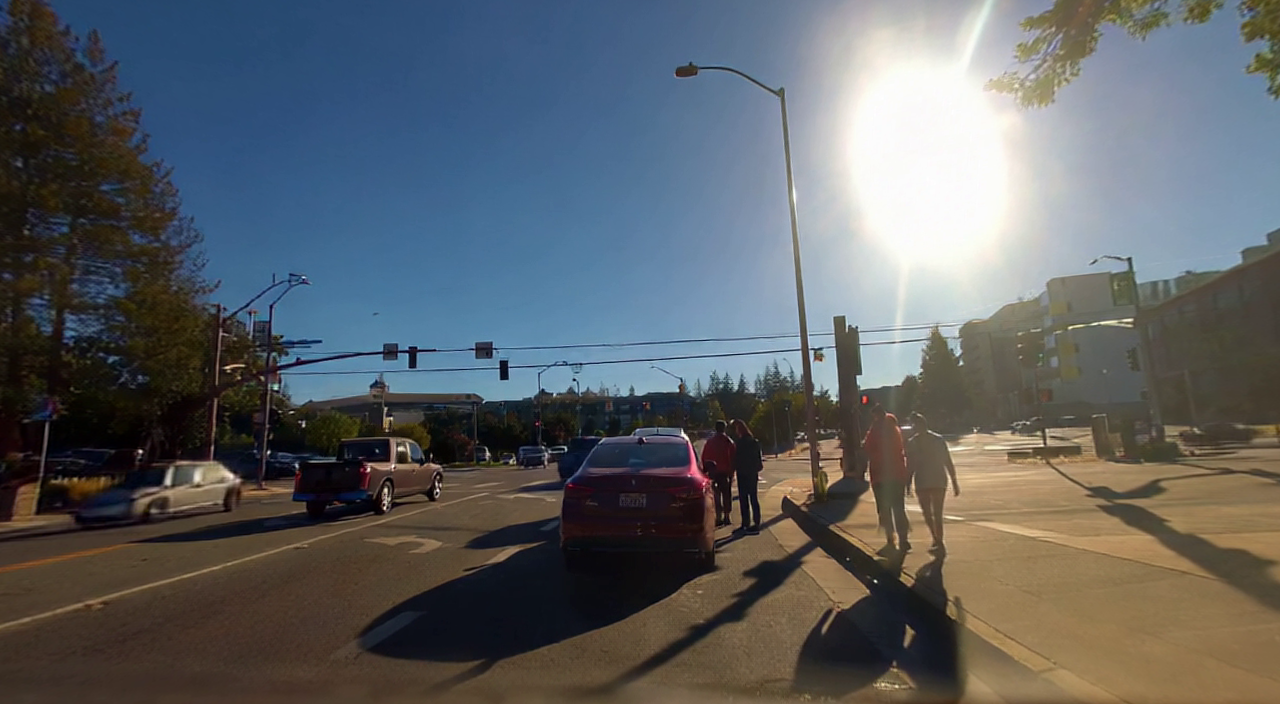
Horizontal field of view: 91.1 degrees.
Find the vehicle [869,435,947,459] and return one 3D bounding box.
[{"bbox_3d":[17.523,6.214,41.142,4.441,1.452,1.798,-5,-10,30],"label":"vehicle"}]

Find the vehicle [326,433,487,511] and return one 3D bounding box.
[{"bbox_3d":[-6.154,3.219,17.464,2.230,1.811,5.183,-1,-9,3],"label":"vehicle"}]

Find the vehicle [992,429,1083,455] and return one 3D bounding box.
[{"bbox_3d":[23.814,5.437,37.753,4.454,1.440,1.816,-5,-10,30],"label":"vehicle"}]

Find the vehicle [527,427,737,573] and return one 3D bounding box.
[{"bbox_3d":[-0.053,1.858,8.678,2.182,1.501,4.150,0,-9,1],"label":"vehicle"}]

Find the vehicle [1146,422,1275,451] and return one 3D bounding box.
[{"bbox_3d":[30.517,4.602,33.806,4.739,1.472,1.804,-5,-10,30],"label":"vehicle"}]

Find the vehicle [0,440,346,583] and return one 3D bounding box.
[{"bbox_3d":[-6.327,2.064,9.036,1.948,1.530,4.283,0,-9,3],"label":"vehicle"}]
